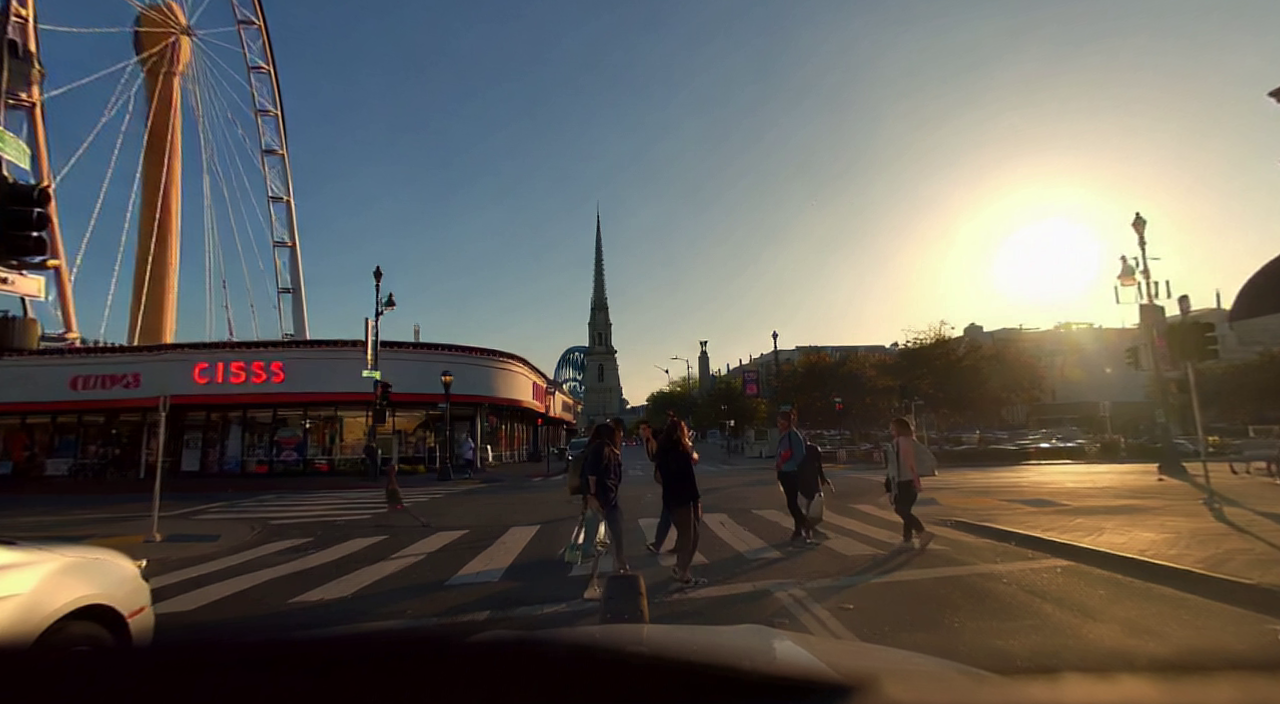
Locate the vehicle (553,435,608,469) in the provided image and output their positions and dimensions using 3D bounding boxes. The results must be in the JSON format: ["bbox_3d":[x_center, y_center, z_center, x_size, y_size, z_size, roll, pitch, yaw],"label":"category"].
[{"bbox_3d":[-3.916,6.357,40.246,2.549,2.000,5.699,2,-9,-15],"label":"vehicle"}]

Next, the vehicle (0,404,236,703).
[{"bbox_3d":[-3.372,0.789,1.188,1.940,1.505,4.676,-1,-9,3],"label":"vehicle"}]
